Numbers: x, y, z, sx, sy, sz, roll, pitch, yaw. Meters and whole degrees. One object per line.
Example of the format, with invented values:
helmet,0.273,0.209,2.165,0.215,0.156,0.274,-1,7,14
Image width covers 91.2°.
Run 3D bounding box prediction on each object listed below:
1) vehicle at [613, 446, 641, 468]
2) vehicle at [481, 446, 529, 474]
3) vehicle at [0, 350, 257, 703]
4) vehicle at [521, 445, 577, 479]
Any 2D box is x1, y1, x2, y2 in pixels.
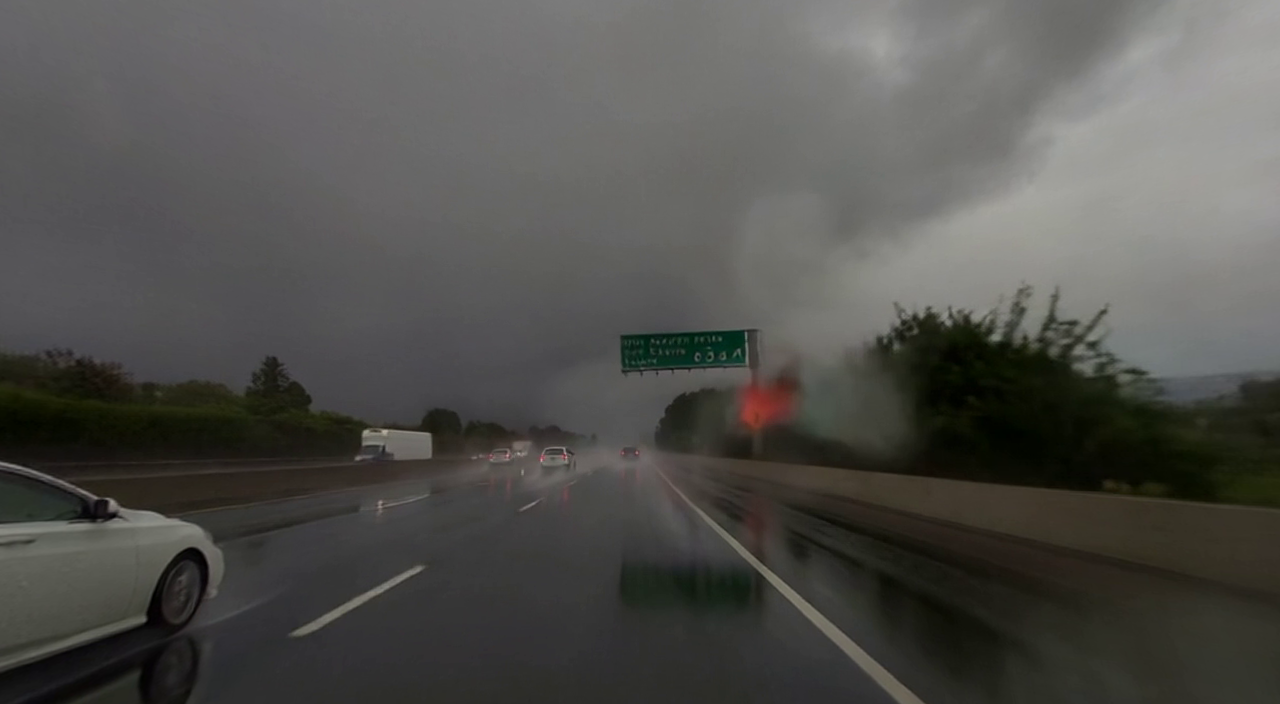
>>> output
vehicle,-0.955,7.723,46.241,2.023,1.479,3.718,0,-9,-1
vehicle,-7.869,6.320,36.785,1.936,1.516,3.904,0,-9,0
vehicle,-4.066,0.838,2.613,2.074,1.779,4.588,0,-9,-1
vehicle,-4.180,5.121,29.411,1.988,1.477,4.118,0,-9,0
